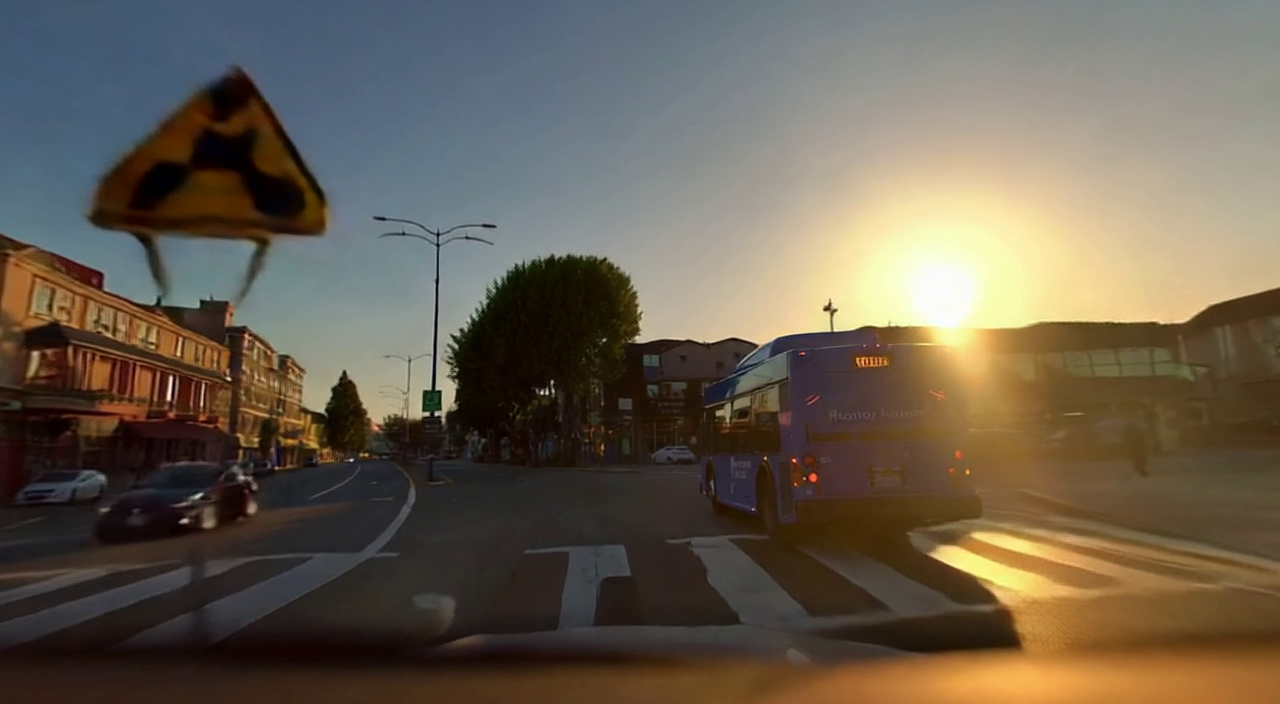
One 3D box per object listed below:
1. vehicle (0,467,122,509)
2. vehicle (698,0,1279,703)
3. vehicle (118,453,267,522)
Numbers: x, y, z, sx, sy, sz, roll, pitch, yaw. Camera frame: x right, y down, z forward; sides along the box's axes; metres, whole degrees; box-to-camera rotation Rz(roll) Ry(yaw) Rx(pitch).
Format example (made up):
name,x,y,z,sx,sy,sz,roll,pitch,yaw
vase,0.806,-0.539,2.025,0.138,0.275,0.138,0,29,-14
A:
name,x,y,z,sx,sy,sz,roll,pitch,yaw
vehicle,-25.081,5.764,26.998,4.384,1.500,1.864,6,-11,-37
vehicle,2.820,0.258,3.693,3.194,3.345,12.428,0,-8,-3
vehicle,-11.744,3.513,16.939,1.944,1.505,3.944,2,-9,-16
